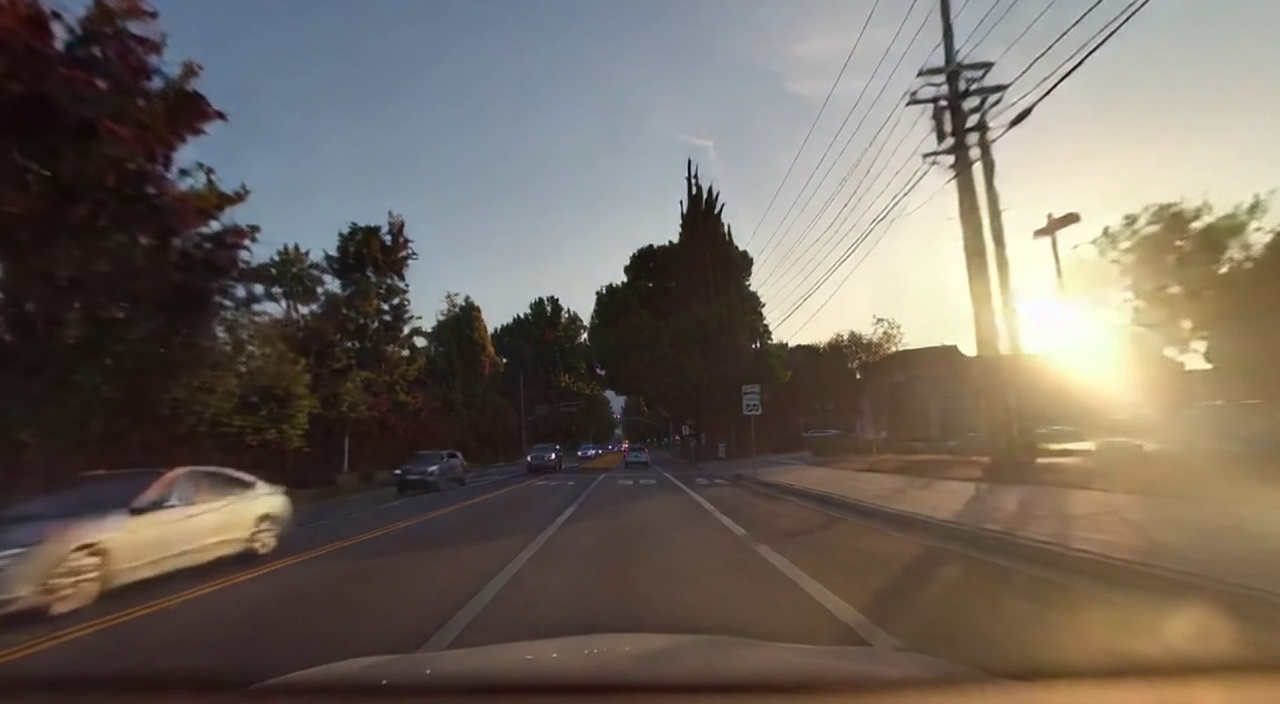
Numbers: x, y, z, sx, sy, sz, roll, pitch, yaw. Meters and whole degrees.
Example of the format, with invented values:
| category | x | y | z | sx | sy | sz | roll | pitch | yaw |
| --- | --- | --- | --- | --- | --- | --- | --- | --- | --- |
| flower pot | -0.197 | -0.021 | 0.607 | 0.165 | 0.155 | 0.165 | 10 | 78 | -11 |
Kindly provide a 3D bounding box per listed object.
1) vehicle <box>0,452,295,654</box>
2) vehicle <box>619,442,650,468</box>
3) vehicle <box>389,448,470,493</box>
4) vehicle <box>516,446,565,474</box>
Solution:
| category | x | y | z | sx | sy | sz | roll | pitch | yaw |
| --- | --- | --- | --- | --- | --- | --- | --- | --- | --- |
| vehicle | -5.801 | 1.805 | 6.553 | 2.030 | 1.445 | 4.321 | -1 | -8 | 0 |
| vehicle | -0.421 | 7.510 | 46.204 | 2.163 | 1.746 | 4.073 | 0 | -8 | -2 |
| vehicle | -9.085 | 5.095 | 27.723 | 1.988 | 1.744 | 4.687 | -1 | -8 | -1 |
| vehicle | -6.509 | 7.116 | 41.851 | 2.305 | 1.685 | 5.690 | -1 | -8 | 0 |
